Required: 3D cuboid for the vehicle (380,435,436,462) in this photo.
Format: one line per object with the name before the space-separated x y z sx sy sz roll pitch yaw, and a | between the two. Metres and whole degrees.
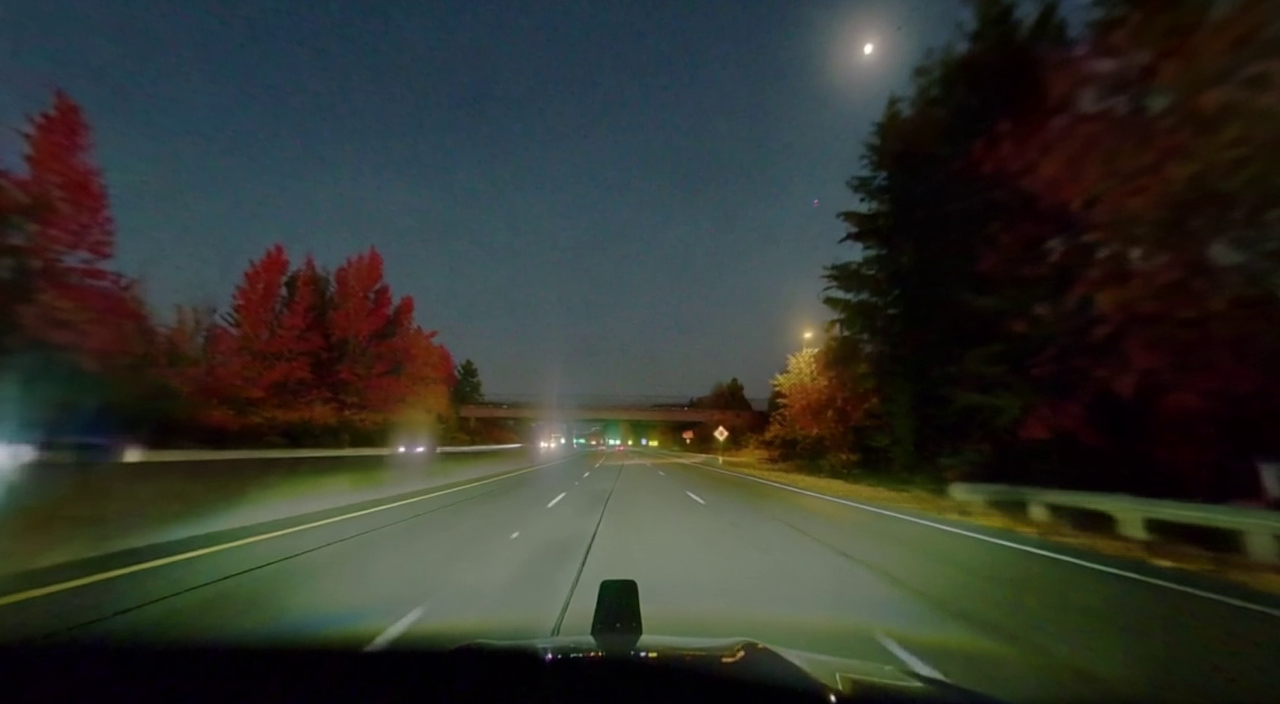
vehicle | -13.604 5.703 37.008 1.831 1.475 4.243 0 -9 -2
